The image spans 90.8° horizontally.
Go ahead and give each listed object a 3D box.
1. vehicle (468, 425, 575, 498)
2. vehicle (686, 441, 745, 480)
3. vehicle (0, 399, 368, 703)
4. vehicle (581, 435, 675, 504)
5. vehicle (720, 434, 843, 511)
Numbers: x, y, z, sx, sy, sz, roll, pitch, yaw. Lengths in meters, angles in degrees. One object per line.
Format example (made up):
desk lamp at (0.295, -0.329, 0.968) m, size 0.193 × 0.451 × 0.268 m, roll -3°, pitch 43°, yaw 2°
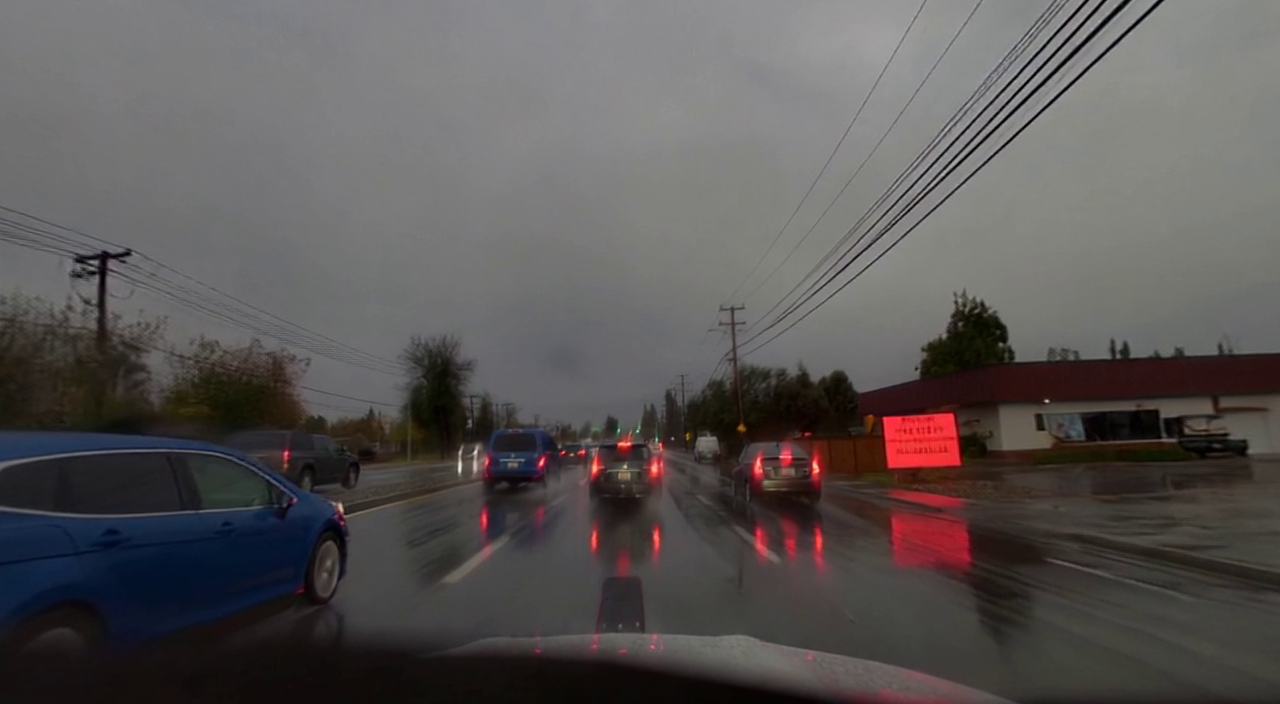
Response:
vehicle at (-3.262, 3.140, 18.459) m, size 2.092 × 1.839 × 4.736 m, roll 0°, pitch -9°, yaw 1°
vehicle at (3.102, 4.553, 26.782) m, size 1.878 × 1.479 × 4.461 m, roll 0°, pitch -9°, yaw -1°
vehicle at (-3.310, 1.017, 3.039) m, size 2.004 × 1.454 × 4.349 m, roll 0°, pitch -9°, yaw 1°
vehicle at (-0.267, 2.910, 16.008) m, size 2.097 × 1.511 × 3.809 m, roll 0°, pitch -9°, yaw 0°
vehicle at (3.058, 2.681, 14.482) m, size 1.880 × 1.521 × 3.724 m, roll 0°, pitch -9°, yaw -1°
